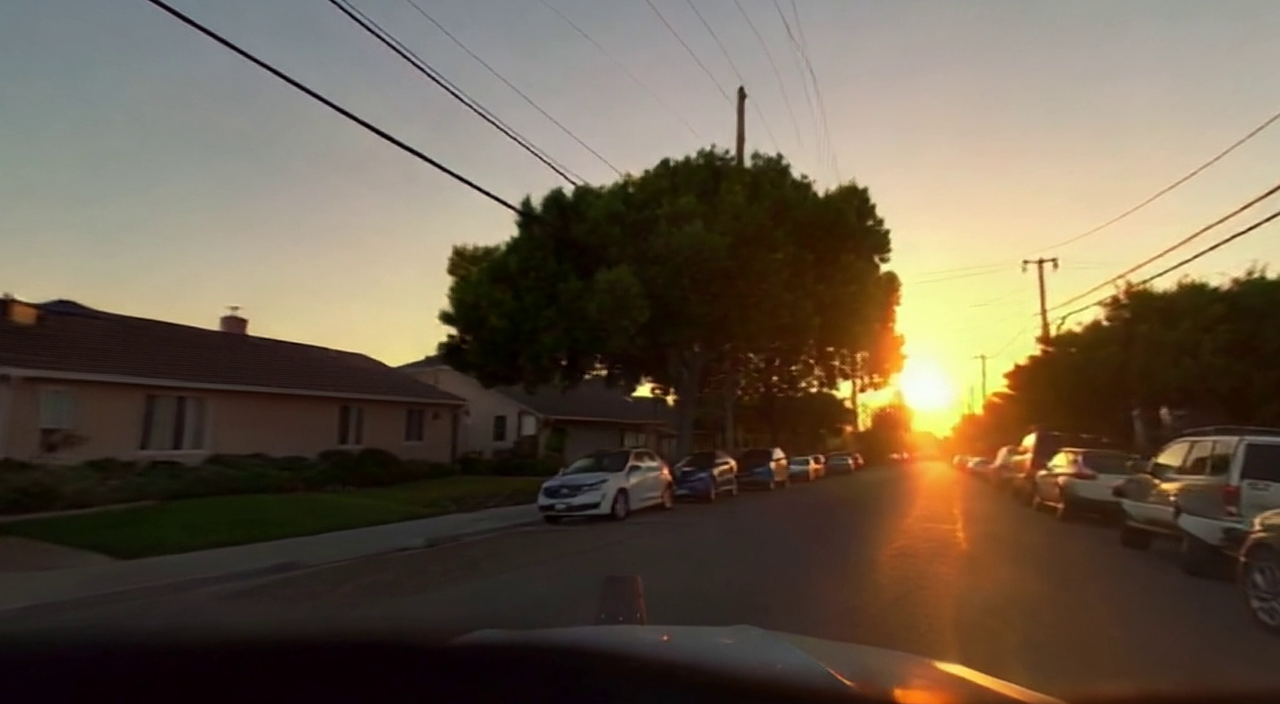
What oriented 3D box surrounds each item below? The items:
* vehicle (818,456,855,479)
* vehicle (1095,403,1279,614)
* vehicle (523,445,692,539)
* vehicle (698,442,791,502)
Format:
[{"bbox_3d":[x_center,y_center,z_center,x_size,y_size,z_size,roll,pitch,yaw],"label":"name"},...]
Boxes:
[{"bbox_3d":[13.781,8.027,44.122,1.958,1.359,4.357,-4,-9,23],"label":"vehicle"},{"bbox_3d":[7.250,1.766,7.374,2.055,1.763,5.134,2,-9,23],"label":"vehicle"},{"bbox_3d":[-0.511,2.947,14.102,1.909,1.675,4.442,-4,-9,24],"label":"vehicle"},{"bbox_3d":[3.912,4.245,23.014,2.034,1.923,4.713,-4,-9,26],"label":"vehicle"}]
